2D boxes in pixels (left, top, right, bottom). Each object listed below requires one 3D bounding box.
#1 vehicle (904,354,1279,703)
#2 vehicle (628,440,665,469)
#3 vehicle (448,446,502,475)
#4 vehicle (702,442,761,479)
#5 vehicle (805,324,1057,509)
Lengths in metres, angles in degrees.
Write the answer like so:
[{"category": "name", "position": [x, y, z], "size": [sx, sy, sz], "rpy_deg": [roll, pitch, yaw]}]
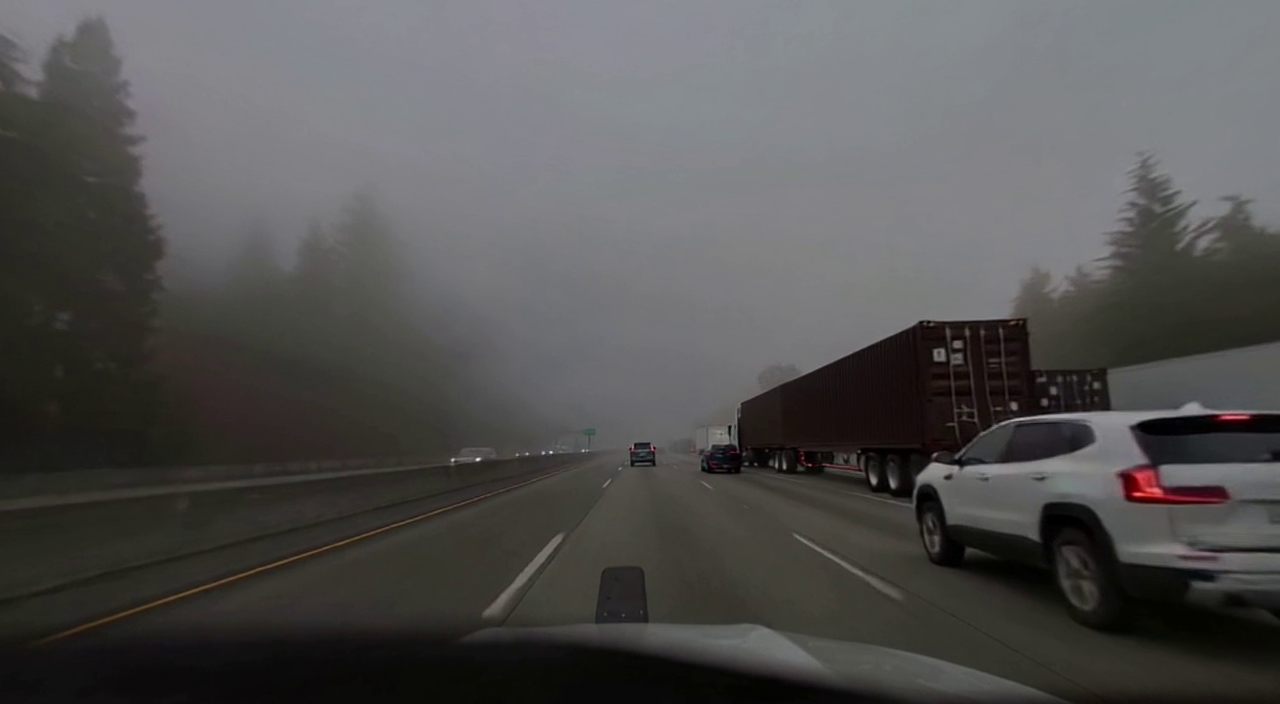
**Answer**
[{"category": "vehicle", "position": [3.823, 1.124, 4.570], "size": [1.972, 1.693, 4.139], "rpy_deg": [0, -8, 0]}, {"category": "vehicle", "position": [0.433, 6.571, 40.589], "size": [2.313, 1.736, 4.215], "rpy_deg": [0, -8, 1]}, {"category": "vehicle", "position": [-10.007, 6.589, 38.426], "size": [1.986, 1.581, 4.469], "rpy_deg": [0, -8, 2]}, {"category": "vehicle", "position": [3.940, 4.758, 27.833], "size": [1.888, 1.501, 4.608], "rpy_deg": [0, -8, 0]}, {"category": "vehicle", "position": [7.490, 2.023, 18.251], "size": [2.784, 4.002, 9.298], "rpy_deg": [0, -8, 0]}]
